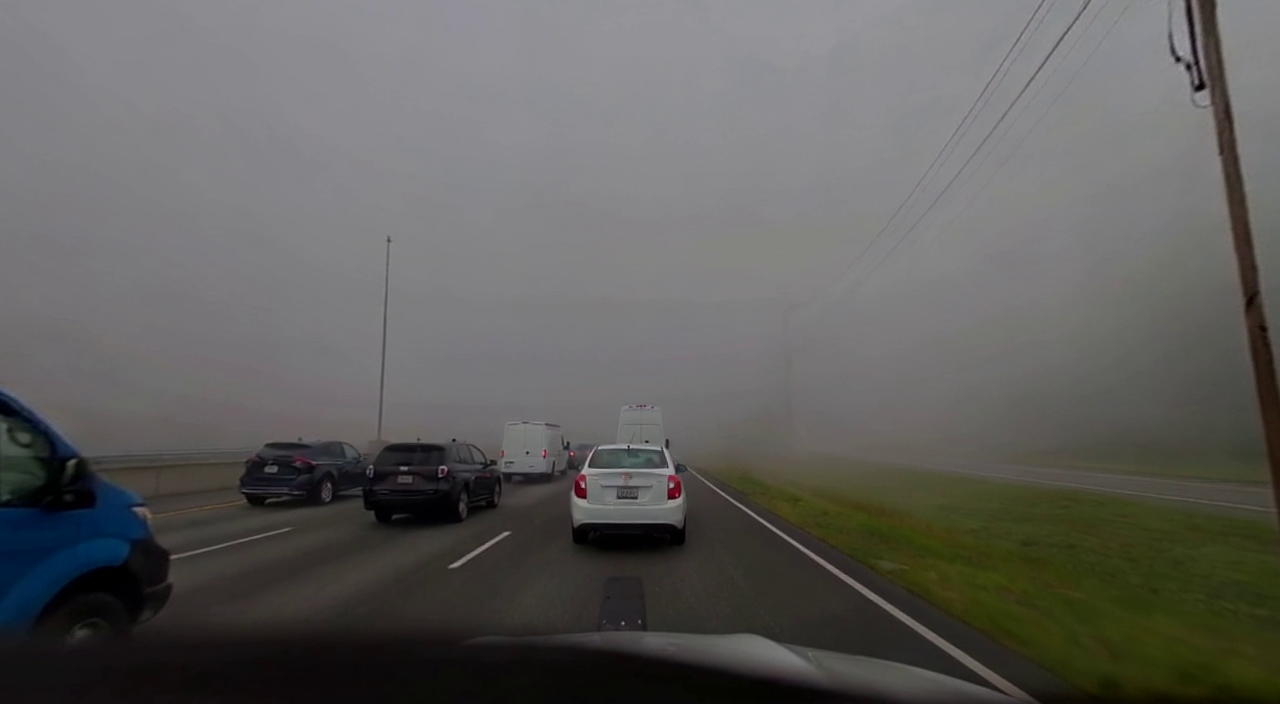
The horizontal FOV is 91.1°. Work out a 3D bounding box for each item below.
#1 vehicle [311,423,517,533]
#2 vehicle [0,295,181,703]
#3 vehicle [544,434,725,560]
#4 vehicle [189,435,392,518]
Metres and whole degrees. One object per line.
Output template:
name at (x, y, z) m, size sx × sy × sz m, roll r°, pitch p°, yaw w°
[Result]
vehicle at (-3.888, 2.243, 11.823) m, size 2.114 × 1.657 × 4.432 m, roll 0°, pitch -8°, yaw 2°
vehicle at (-3.918, 0.541, 1.465) m, size 2.142 × 1.952 × 4.556 m, roll 0°, pitch -8°, yaw 1°
vehicle at (-0.053, 1.951, 9.220) m, size 2.054 × 1.421 × 4.090 m, roll 0°, pitch -8°, yaw 0°
vehicle at (-7.272, 2.608, 13.704) m, size 1.851 × 1.497 × 4.296 m, roll 0°, pitch -8°, yaw 2°
